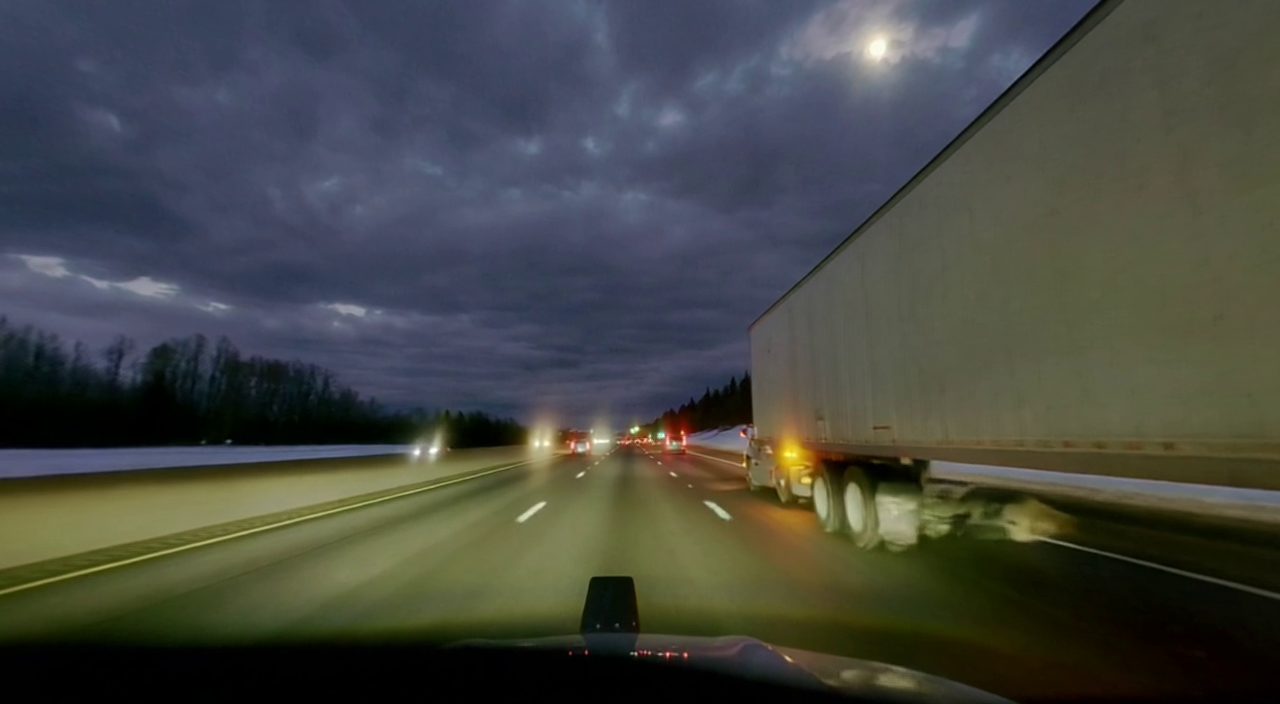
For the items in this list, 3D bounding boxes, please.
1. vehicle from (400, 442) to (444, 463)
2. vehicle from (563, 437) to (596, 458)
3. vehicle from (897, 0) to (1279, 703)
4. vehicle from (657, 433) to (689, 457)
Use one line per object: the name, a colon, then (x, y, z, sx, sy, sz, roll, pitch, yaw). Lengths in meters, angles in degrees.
vehicle: (-16.436, 7.580, 47.591, 1.812, 1.489, 4.112, 0, -8, 0)
vehicle: (-4.422, 6.986, 46.309, 2.017, 1.484, 4.088, 0, -8, 0)
vehicle: (4.172, -0.400, 2.036, 2.906, 3.999, 8.621, 0, -8, 0)
vehicle: (2.440, 7.005, 47.485, 2.124, 1.696, 4.173, 0, -8, -2)
